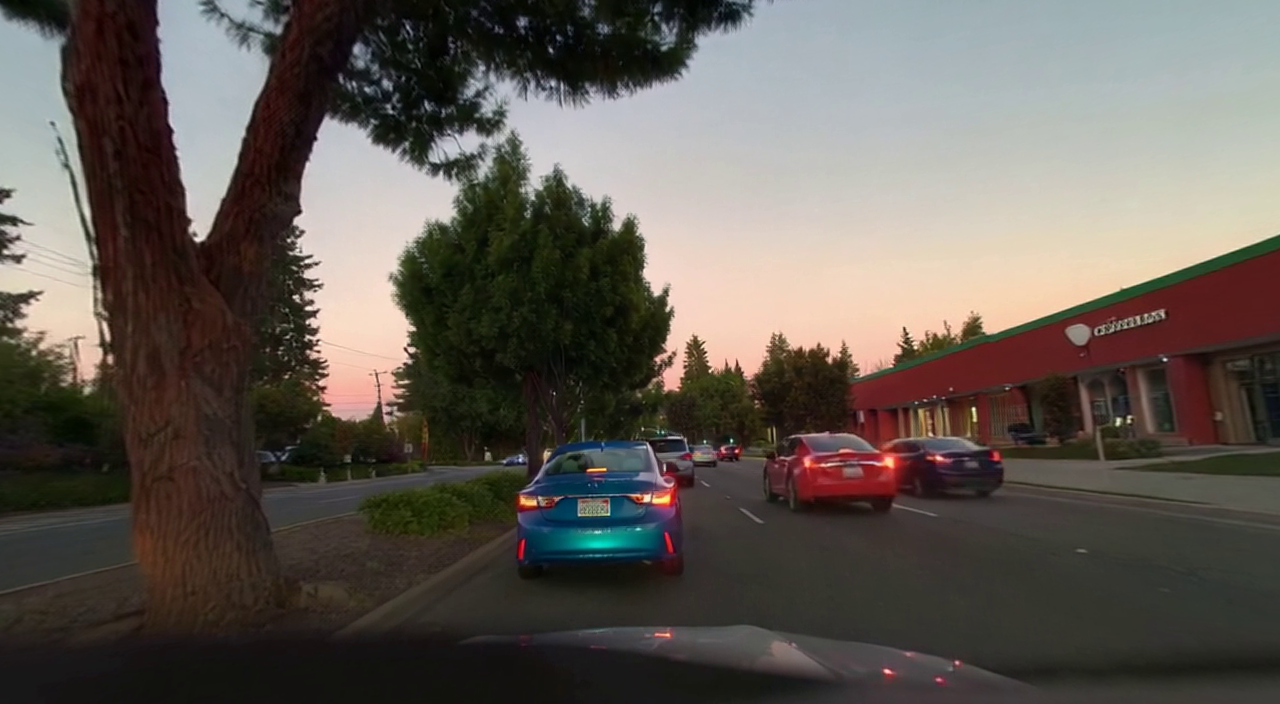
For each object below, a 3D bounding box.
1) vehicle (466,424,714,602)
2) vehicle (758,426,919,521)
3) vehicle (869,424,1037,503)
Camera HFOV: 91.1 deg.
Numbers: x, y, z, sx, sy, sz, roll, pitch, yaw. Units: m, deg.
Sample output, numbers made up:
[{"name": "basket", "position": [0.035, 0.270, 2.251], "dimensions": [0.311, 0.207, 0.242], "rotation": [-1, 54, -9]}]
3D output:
[{"name": "vehicle", "position": [-0.431, 1.679, 7.439], "dimensions": [2.111, 1.506, 4.018], "rotation": [0, -8, 0]}, {"name": "vehicle", "position": [3.870, 2.446, 13.158], "dimensions": [1.971, 1.637, 4.317], "rotation": [0, -9, 0]}, {"name": "vehicle", "position": [7.753, 2.806, 16.158], "dimensions": [2.064, 1.747, 4.372], "rotation": [0, -9, 1]}]
